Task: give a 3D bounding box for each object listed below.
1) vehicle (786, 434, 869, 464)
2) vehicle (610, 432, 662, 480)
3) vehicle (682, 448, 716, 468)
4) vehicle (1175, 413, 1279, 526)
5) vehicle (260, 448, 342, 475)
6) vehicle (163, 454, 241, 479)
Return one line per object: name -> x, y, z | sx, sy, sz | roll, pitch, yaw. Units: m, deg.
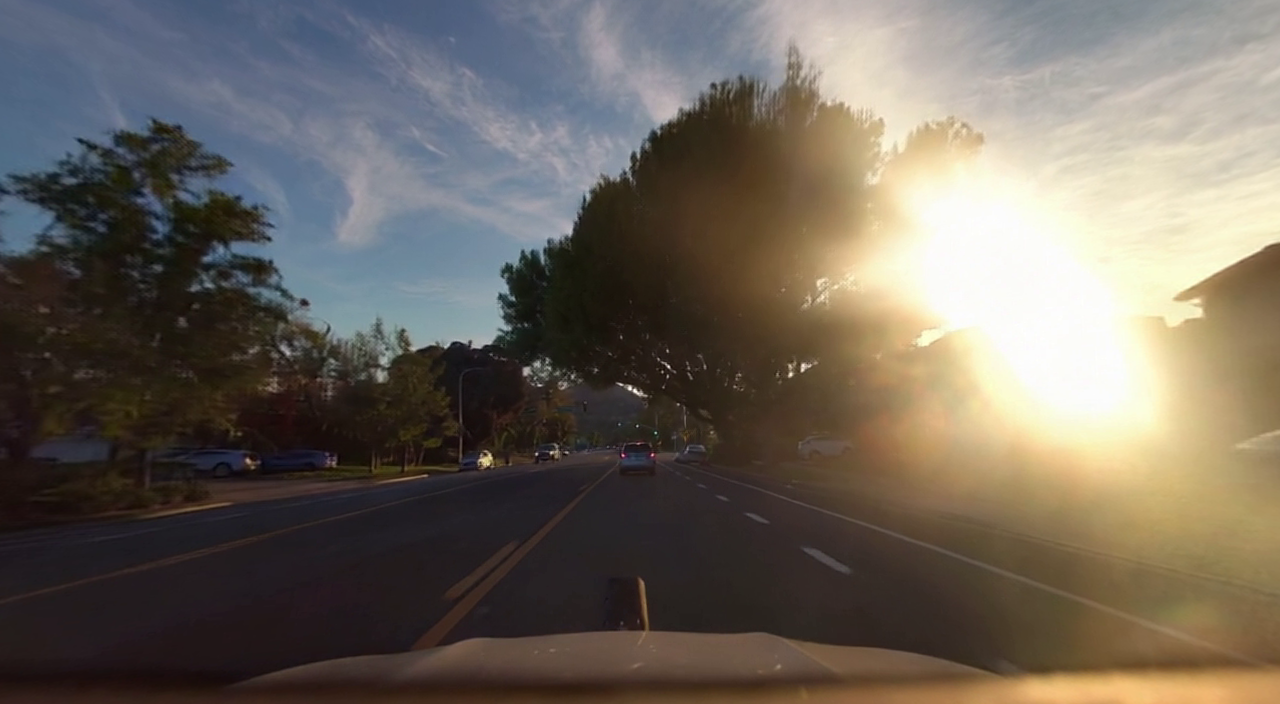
vehicle -> 12.528, 6.513, 42.448 | 4.870, 1.926, 2.094 | 0, -8, -1
vehicle -> -0.192, 4.646, 28.507 | 2.153, 1.942, 4.767 | 0, -8, -1
vehicle -> 4.584, 8.262, 49.635 | 1.963, 1.469, 4.709 | 0, -8, -2
vehicle -> 11.253, 1.739, 9.572 | 4.377, 1.588, 2.063 | 0, -8, 0
vehicle -> -21.122, 6.819, 39.503 | 4.020, 1.635, 1.875 | 0, -8, 2
vehicle -> -26.918, 7.042, 38.920 | 3.522, 1.372, 1.652 | 0, -9, -4
